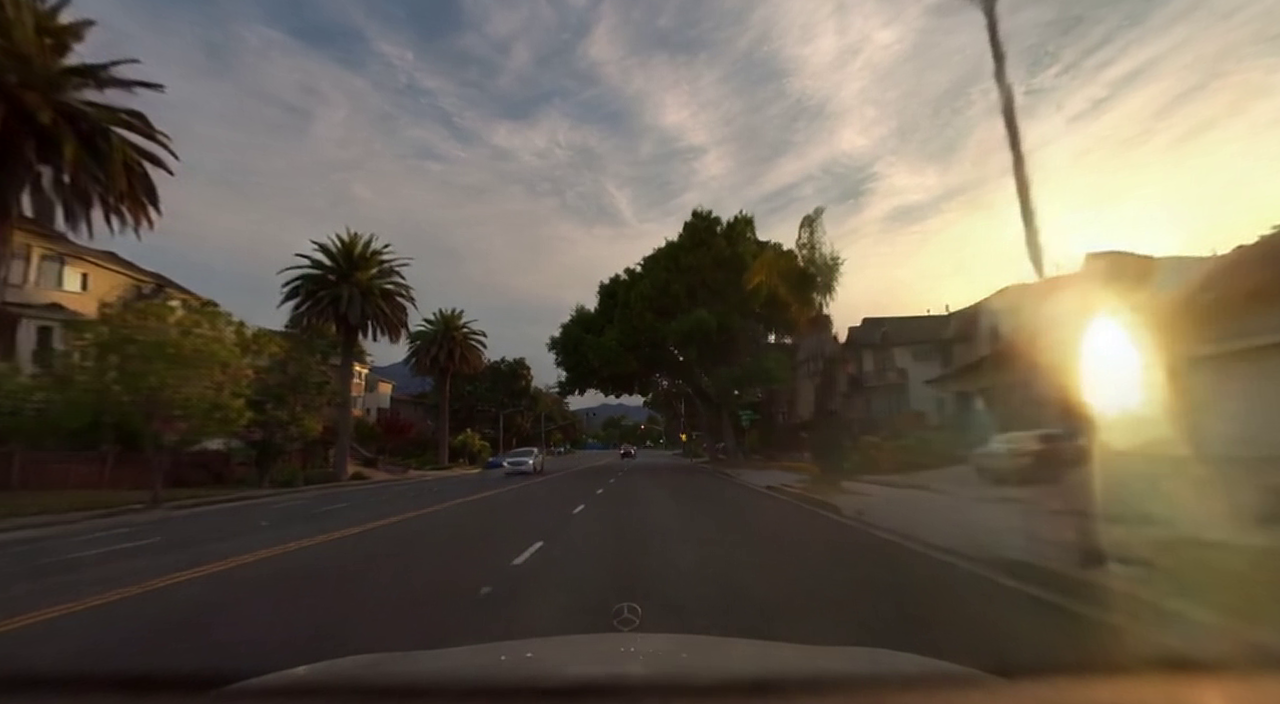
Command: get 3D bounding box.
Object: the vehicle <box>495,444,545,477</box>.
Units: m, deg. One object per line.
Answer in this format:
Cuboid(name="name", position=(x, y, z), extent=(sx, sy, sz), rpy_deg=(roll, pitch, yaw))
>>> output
Cuboid(name="vehicle", position=(-7.024, 6.374, 37.453), extent=(1.992, 1.802, 4.602), rpy_deg=(0, -8, 1))
